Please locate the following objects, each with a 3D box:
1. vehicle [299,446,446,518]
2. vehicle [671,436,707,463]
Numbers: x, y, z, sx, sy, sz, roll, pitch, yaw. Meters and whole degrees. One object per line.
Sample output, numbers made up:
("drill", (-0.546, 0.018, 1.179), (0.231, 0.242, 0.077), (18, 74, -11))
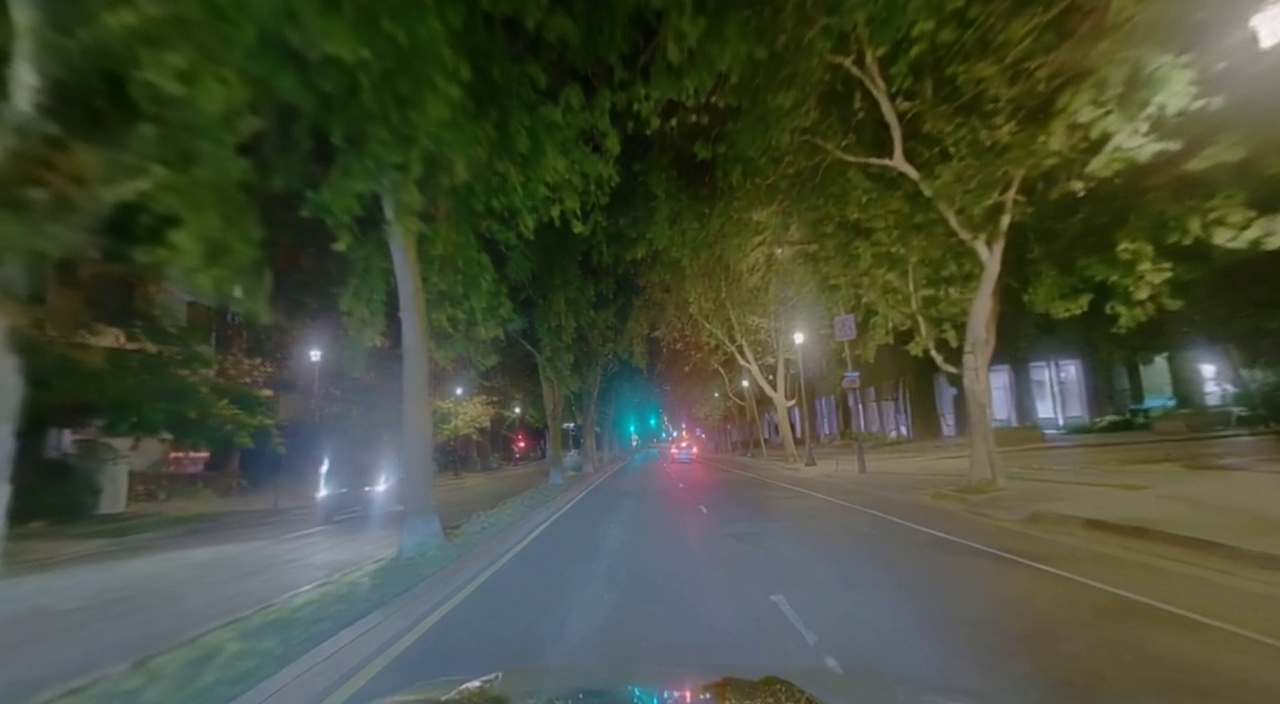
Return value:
("vehicle", (-7.195, 3.500, 17.602), (2.031, 1.723, 4.566), (0, -8, 1))
("vehicle", (3.286, 6.611, 42.859), (2.129, 1.719, 4.205), (0, -8, 0))
